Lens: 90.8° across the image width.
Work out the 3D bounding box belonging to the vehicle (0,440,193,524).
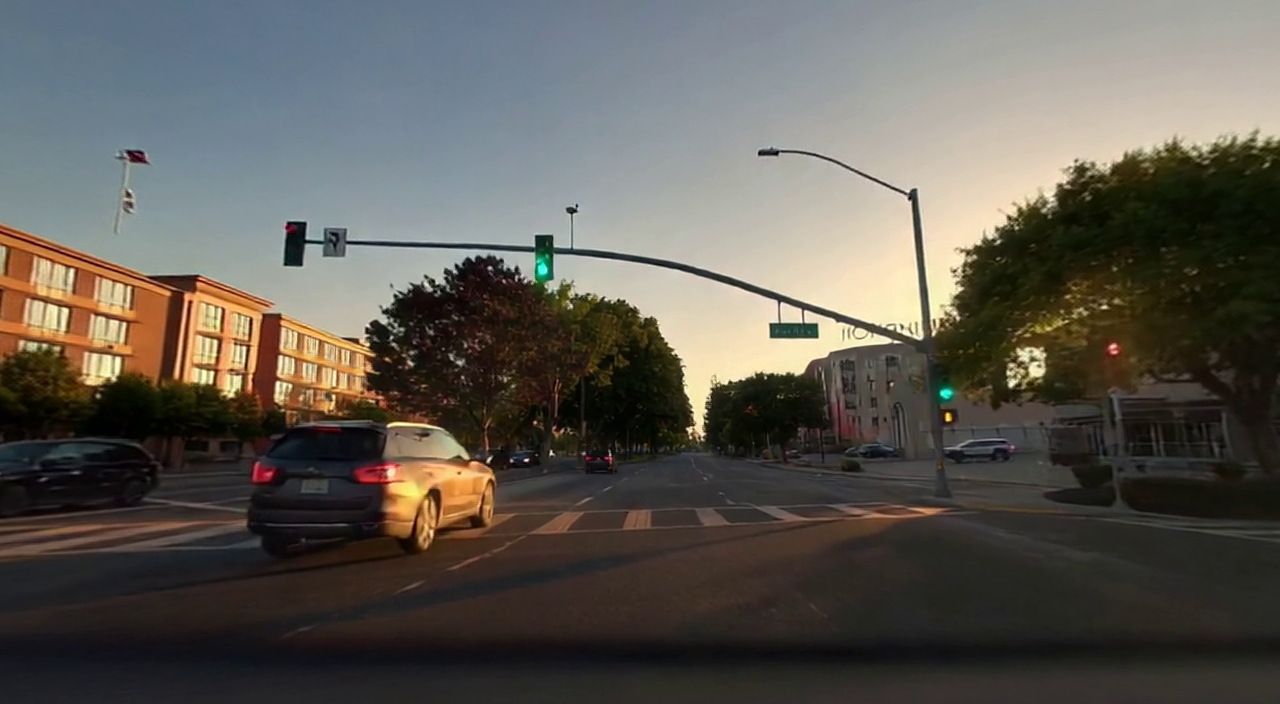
[{"bbox_3d":[-11.868,2.568,12.958,1.914,1.433,4.455,-1,-9,4],"label":"vehicle"}]

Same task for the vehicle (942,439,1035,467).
[{"bbox_3d":[25.921,7.579,47.346,2.429,1.938,6.118,2,-9,-14],"label":"vehicle"}]

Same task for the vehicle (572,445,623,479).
[{"bbox_3d":[-2.102,5.612,32.425,1.976,1.571,4.649,-1,-9,4],"label":"vehicle"}]

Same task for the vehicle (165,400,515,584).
[{"bbox_3d":[-3.522,1.784,8.878,2.305,1.833,4.912,-1,-9,3],"label":"vehicle"}]

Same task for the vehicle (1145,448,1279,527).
[{"bbox_3d":[13.644,2.830,13.777,5.074,1.442,2.216,5,-10,-29],"label":"vehicle"}]
